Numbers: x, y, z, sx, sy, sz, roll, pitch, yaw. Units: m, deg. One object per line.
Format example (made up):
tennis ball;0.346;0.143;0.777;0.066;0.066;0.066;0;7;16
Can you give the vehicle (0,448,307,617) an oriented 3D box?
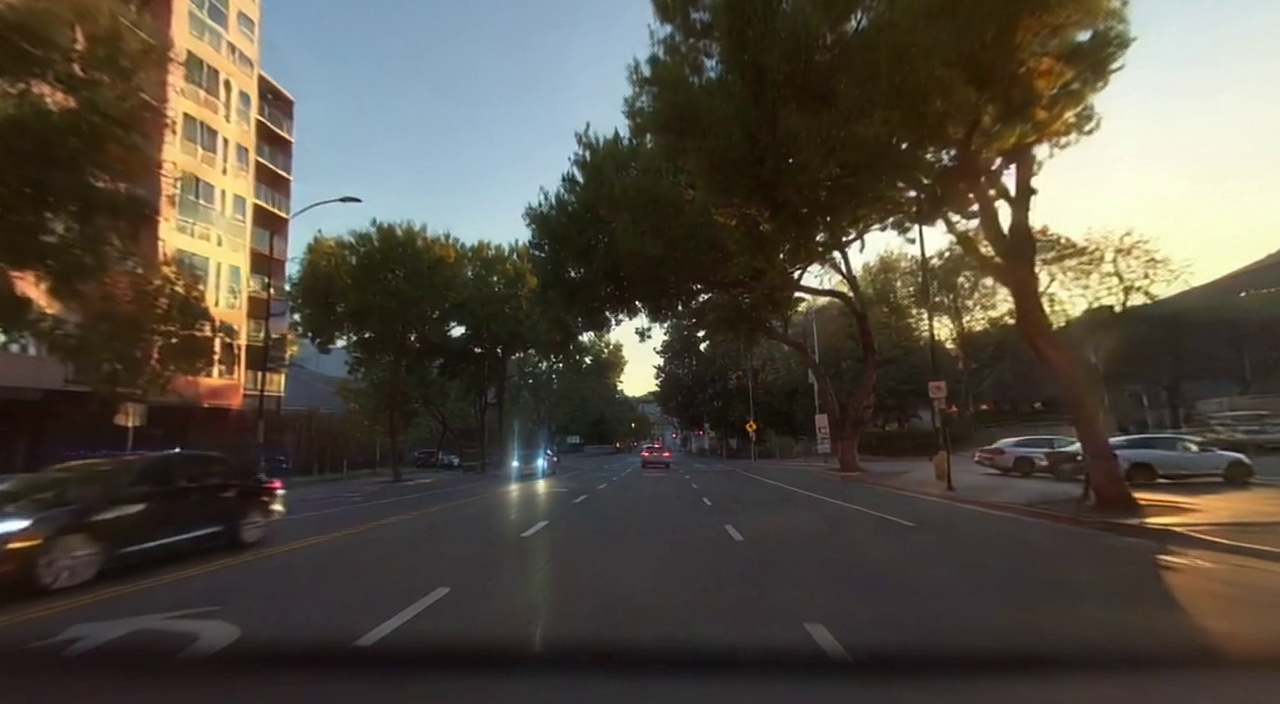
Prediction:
vehicle;-6.398;1.939;7.851;1.993;1.463;4.265;-1;-8;3

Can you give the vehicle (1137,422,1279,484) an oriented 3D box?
vehicle;16.037;2.645;16.856;3.922;1.420;1.784;-3;-9;1

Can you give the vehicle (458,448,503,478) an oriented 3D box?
vehicle;-10.943;7.611;43.642;1.961;1.829;4.761;-1;-8;-1

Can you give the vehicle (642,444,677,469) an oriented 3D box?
vehicle;1.216;6.468;39.237;2.051;1.454;4.132;0;-8;2

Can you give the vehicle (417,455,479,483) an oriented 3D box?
vehicle;-11.404;6.985;37.886;2.079;1.406;4.609;-1;-8;4

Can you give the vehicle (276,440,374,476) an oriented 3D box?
vehicle;-20.898;7.060;42.044;5.470;1.945;2.151;-4;-9;3

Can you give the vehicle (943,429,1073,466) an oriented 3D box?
vehicle;16.286;4.258;28.138;4.540;1.547;1.841;-1;-8;4
